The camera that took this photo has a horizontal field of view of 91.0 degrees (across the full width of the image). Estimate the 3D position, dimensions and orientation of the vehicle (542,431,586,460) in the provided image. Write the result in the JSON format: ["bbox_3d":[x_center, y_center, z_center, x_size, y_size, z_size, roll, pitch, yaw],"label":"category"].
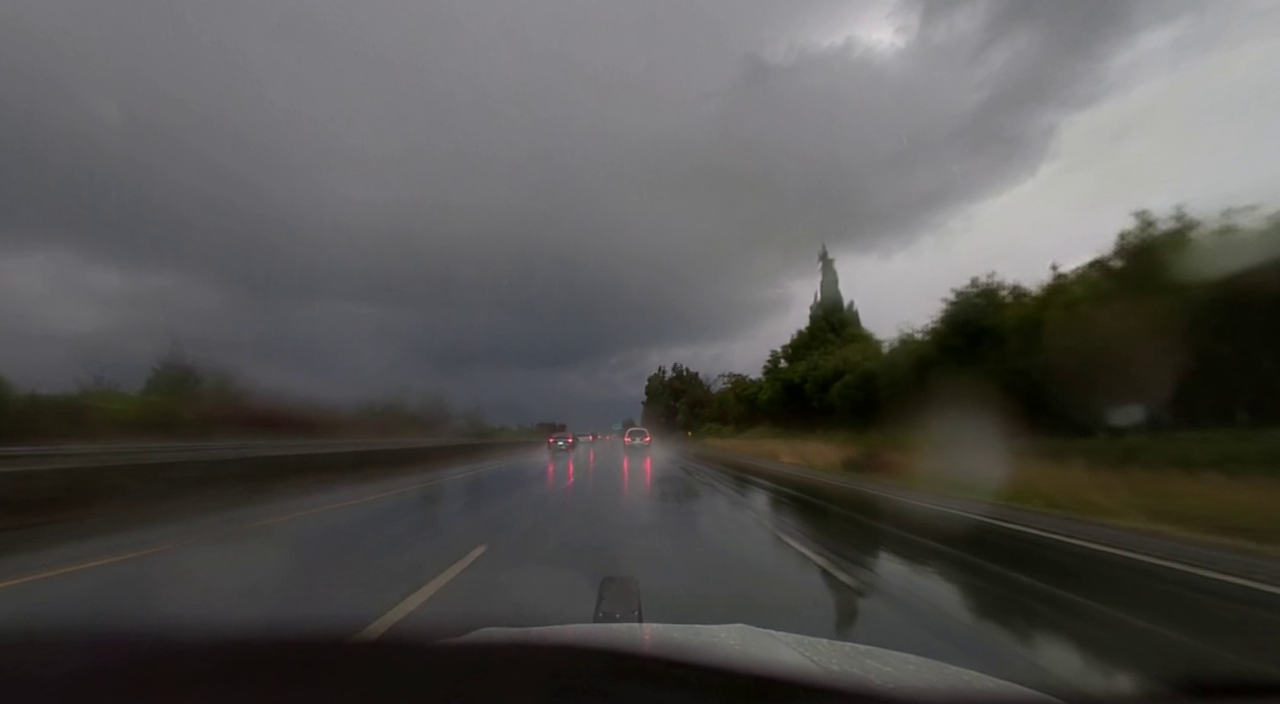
[{"bbox_3d":[-4.302,5.338,36.095,2.062,1.567,4.117,0,-8,-1],"label":"vehicle"}]

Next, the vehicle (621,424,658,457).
[{"bbox_3d":[-0.113,5.659,40.445,2.223,1.957,4.416,0,-8,-2],"label":"vehicle"}]
